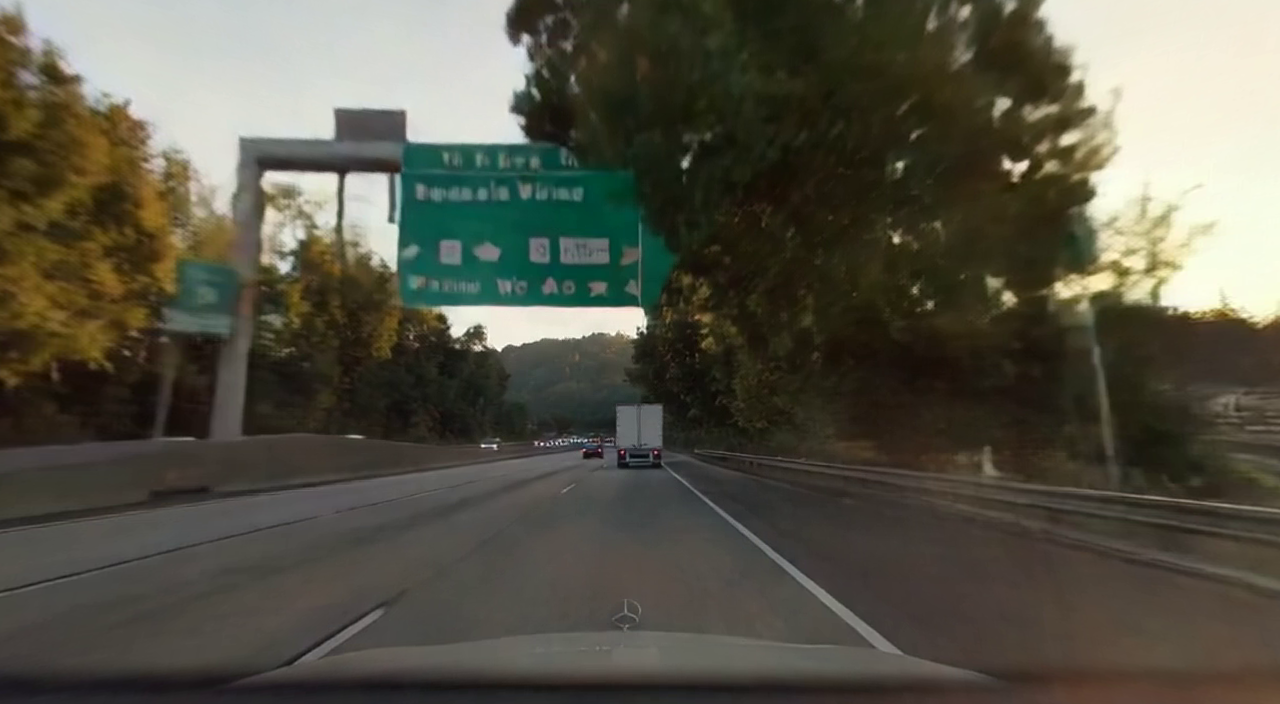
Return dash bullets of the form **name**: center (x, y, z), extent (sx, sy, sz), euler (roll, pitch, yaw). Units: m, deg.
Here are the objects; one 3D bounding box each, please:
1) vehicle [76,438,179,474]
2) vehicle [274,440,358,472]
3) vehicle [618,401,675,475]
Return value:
- **vehicle**: center (-22.750, 4.639, 28.178), extent (1.681, 1.456, 3.484), euler (0, -9, -1)
- **vehicle**: center (-16.465, 5.326, 32.350), extent (1.897, 1.491, 4.483), euler (0, -9, 0)
- **vehicle**: center (0.209, 5.438, 38.883), extent (2.976, 3.800, 12.335), euler (0, -9, -1)
